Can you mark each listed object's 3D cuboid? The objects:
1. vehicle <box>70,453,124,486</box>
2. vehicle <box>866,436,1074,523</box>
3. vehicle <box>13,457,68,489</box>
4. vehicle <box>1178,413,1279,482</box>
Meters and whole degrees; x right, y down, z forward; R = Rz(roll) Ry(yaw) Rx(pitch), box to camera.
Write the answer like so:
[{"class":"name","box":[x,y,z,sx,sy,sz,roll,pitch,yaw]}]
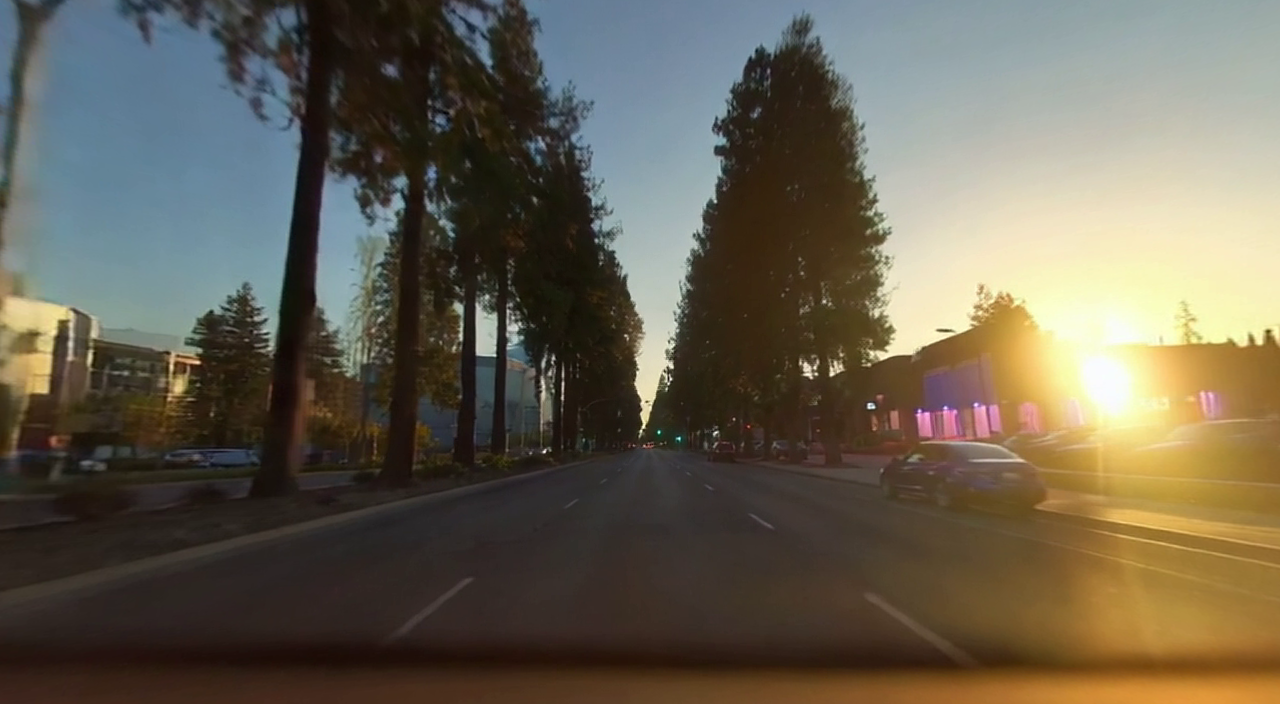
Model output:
[{"class":"vehicle","box":[-34.240,7.404,39.695,2.077,1.851,4.582,7,-13,-44]},{"class":"vehicle","box":[7.073,2.761,14.317,2.122,1.602,4.928,0,-9,1]},{"class":"vehicle","box":[-35.817,7.166,37.631,4.285,1.747,2.044,-8,-12,44]},{"class":"vehicle","box":[16.716,2.324,15.759,4.408,1.578,2.160,-2,-9,1]}]
